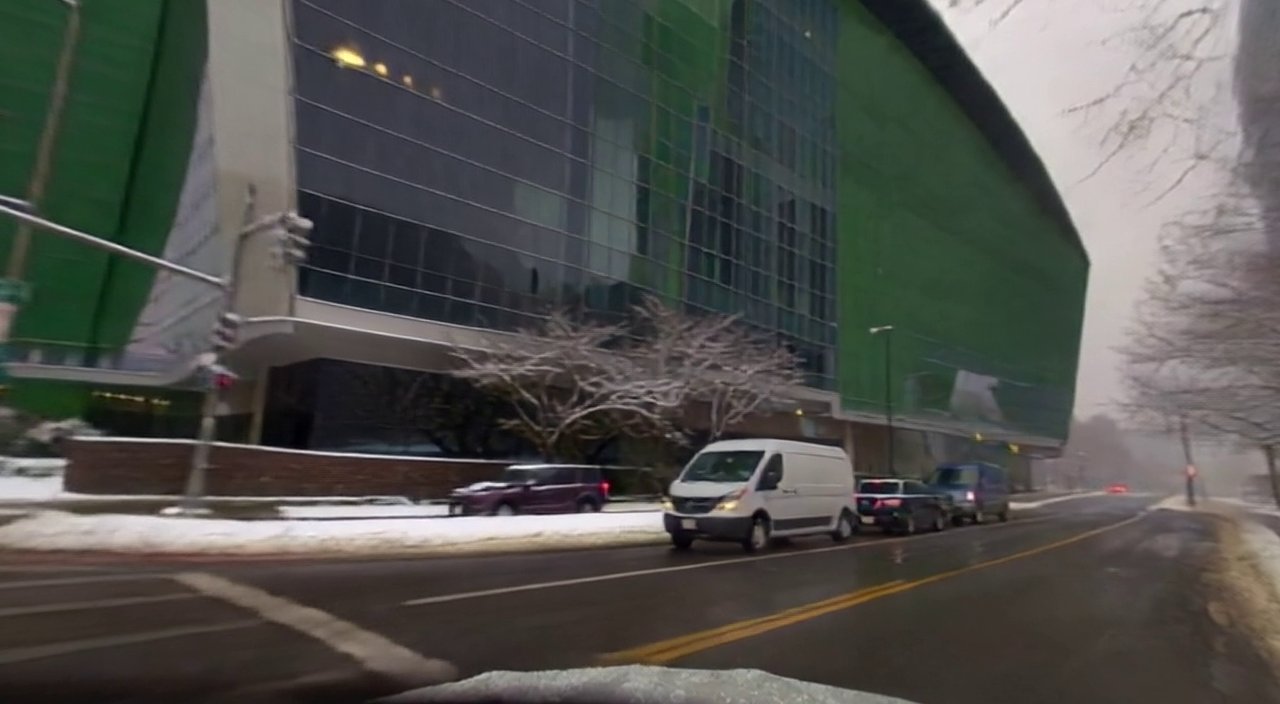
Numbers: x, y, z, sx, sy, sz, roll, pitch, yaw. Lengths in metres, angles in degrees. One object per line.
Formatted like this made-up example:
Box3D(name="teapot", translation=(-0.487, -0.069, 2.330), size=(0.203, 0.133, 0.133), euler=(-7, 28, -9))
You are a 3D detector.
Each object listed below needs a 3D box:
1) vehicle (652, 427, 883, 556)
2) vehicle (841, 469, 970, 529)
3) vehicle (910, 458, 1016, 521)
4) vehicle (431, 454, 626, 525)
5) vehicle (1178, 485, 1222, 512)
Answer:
Box3D(name="vehicle", translation=(2.767, 2.727, 12.702), size=(2.104, 2.013, 5.252), euler=(-11, -15, 40))
Box3D(name="vehicle", translation=(7.836, 4.195, 18.372), size=(1.853, 1.495, 4.632), euler=(-11, -15, 41))
Box3D(name="vehicle", translation=(11.947, 4.972, 23.176), size=(2.148, 2.024, 4.884), euler=(-8, -14, 41))
Box3D(name="vehicle", translation=(-2.592, 3.324, 15.574), size=(1.868, 1.472, 4.470), euler=(-9, -14, 42))
Box3D(name="vehicle", translation=(36.021, 9.381, 40.557), size=(1.899, 1.470, 3.666), euler=(-8, -13, 40))
